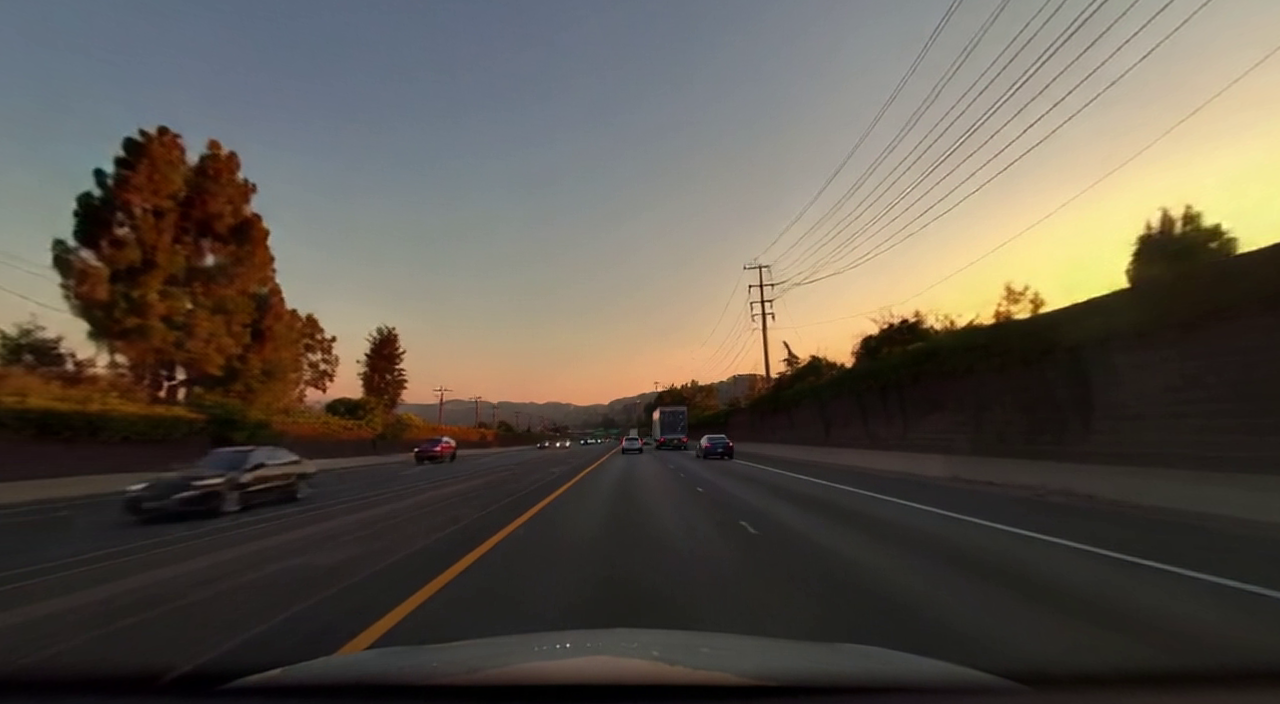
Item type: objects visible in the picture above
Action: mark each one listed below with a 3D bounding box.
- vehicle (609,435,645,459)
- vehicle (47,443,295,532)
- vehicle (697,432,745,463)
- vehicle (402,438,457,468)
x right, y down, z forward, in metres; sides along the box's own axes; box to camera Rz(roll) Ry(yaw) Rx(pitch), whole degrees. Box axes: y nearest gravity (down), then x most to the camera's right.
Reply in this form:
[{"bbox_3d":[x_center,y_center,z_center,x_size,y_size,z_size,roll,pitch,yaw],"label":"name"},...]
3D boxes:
[{"bbox_3d":[-0.816,6.056,40.416,2.163,1.466,3.693,0,-8,-1],"label":"vehicle"},{"bbox_3d":[-9.560,2.736,13.420,2.106,1.511,4.134,0,-8,-1],"label":"vehicle"},{"bbox_3d":[4.258,5.049,33.607,1.930,1.573,3.853,0,-8,-2],"label":"vehicle"},{"bbox_3d":[-13.421,6.451,40.471,2.119,1.787,4.146,0,-8,0],"label":"vehicle"}]
